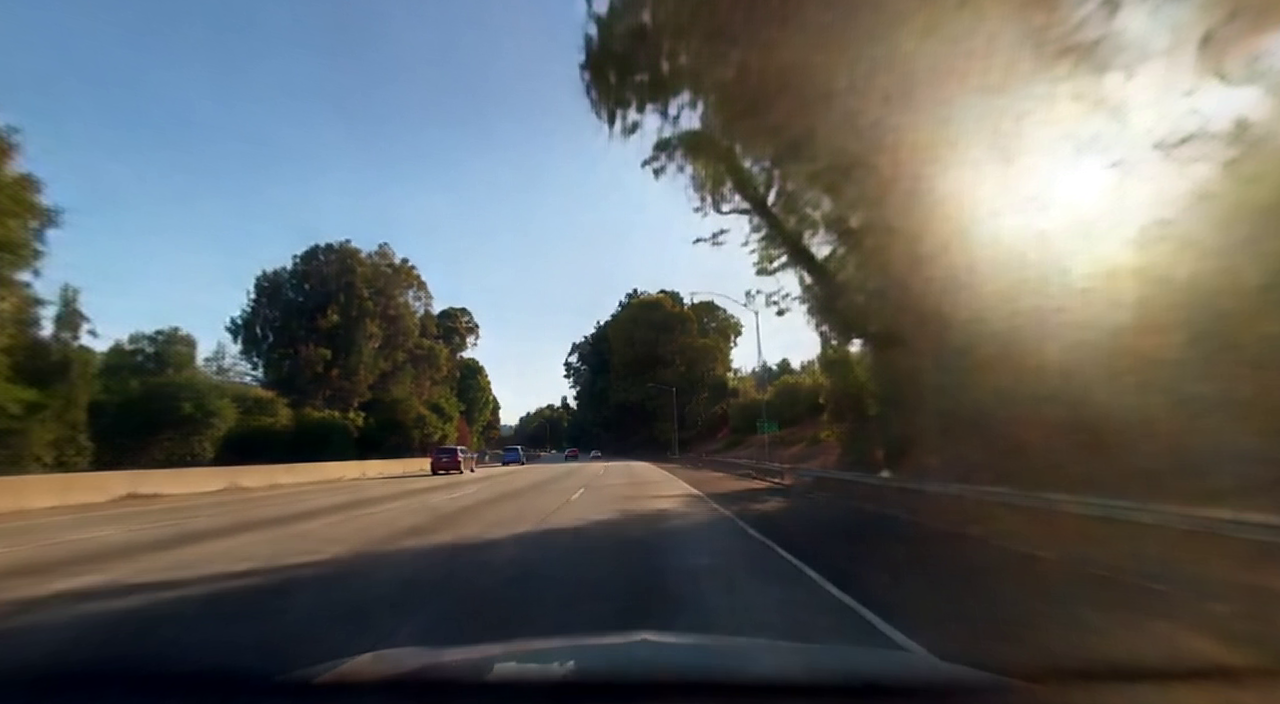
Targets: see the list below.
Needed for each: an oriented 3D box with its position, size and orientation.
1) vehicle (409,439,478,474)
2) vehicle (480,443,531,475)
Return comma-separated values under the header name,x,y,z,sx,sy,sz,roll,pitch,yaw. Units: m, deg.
name,x,y,z,sx,sy,sz,roll,pitch,yaw
vehicle,-11.665,6.247,37.888,2.425,1.926,5.584,0,-9,-1
vehicle,-7.619,6.078,36.032,2.060,1.680,4.255,0,-9,-1
